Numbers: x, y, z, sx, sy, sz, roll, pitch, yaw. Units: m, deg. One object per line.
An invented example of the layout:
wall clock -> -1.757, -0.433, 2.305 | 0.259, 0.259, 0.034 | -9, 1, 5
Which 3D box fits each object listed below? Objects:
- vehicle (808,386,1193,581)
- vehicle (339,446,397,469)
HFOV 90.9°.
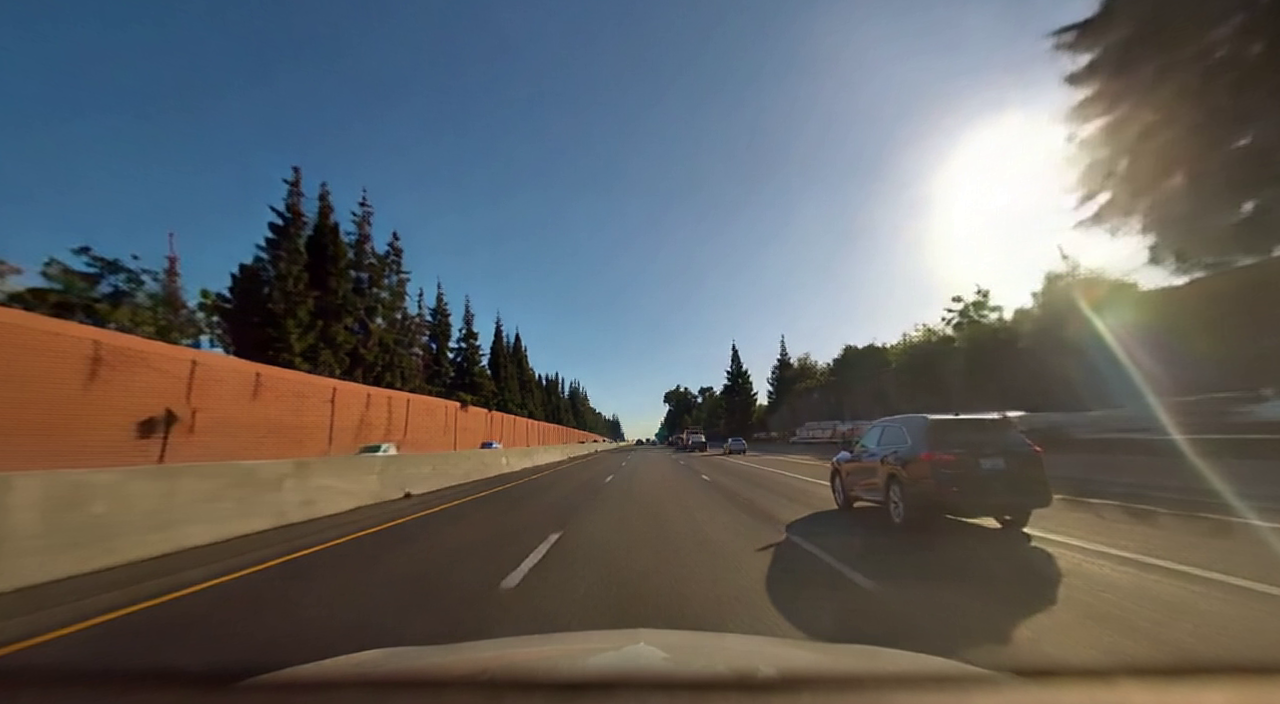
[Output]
vehicle -> 3.973, 1.556, 8.231 | 2.190, 1.783, 4.637 | 0, -8, -1
vehicle -> -18.008, 6.973, 41.933 | 1.805, 1.465, 4.453 | -1, -8, 1
